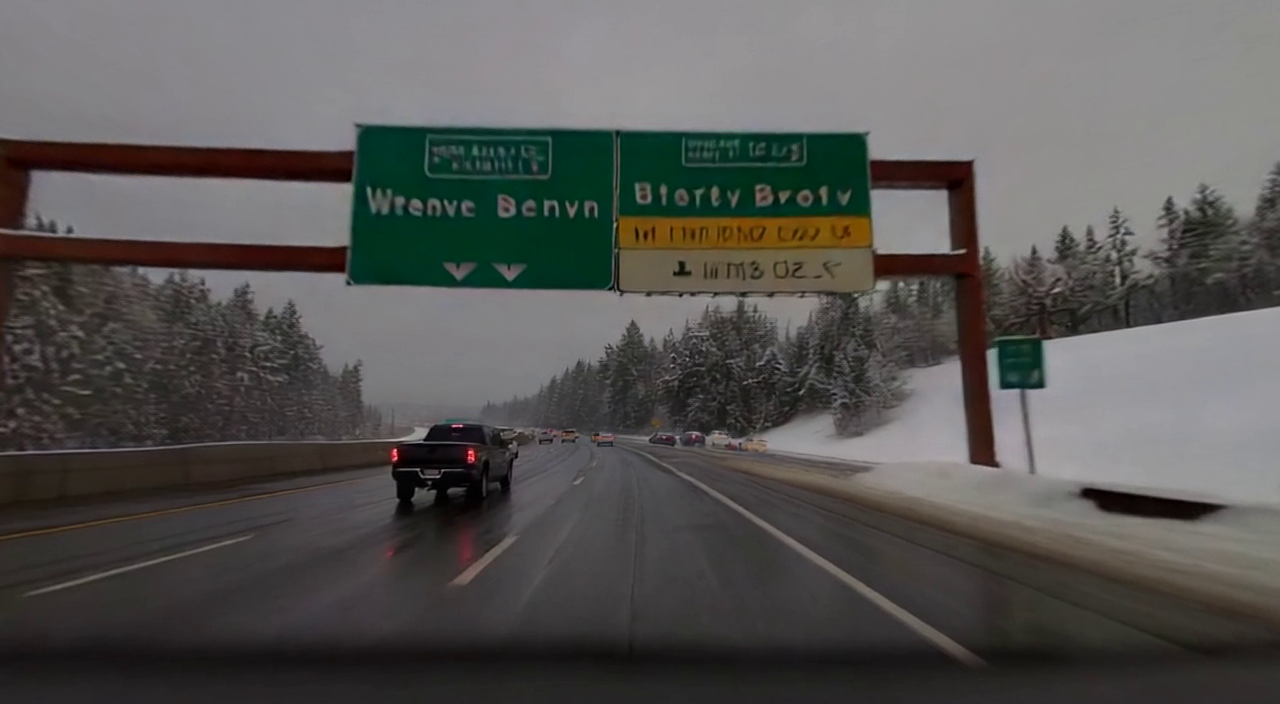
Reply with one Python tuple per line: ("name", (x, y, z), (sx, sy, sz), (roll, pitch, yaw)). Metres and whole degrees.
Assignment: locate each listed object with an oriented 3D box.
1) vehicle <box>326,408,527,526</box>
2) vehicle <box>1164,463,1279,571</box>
("vehicle", (-3.708, 2.120, 12.120), (2.142, 1.789, 5.009), (0, -8, 0))
("vehicle", (13.391, 3.145, 11.652), (2.179, 1.976, 5.545), (1, -8, -5))
